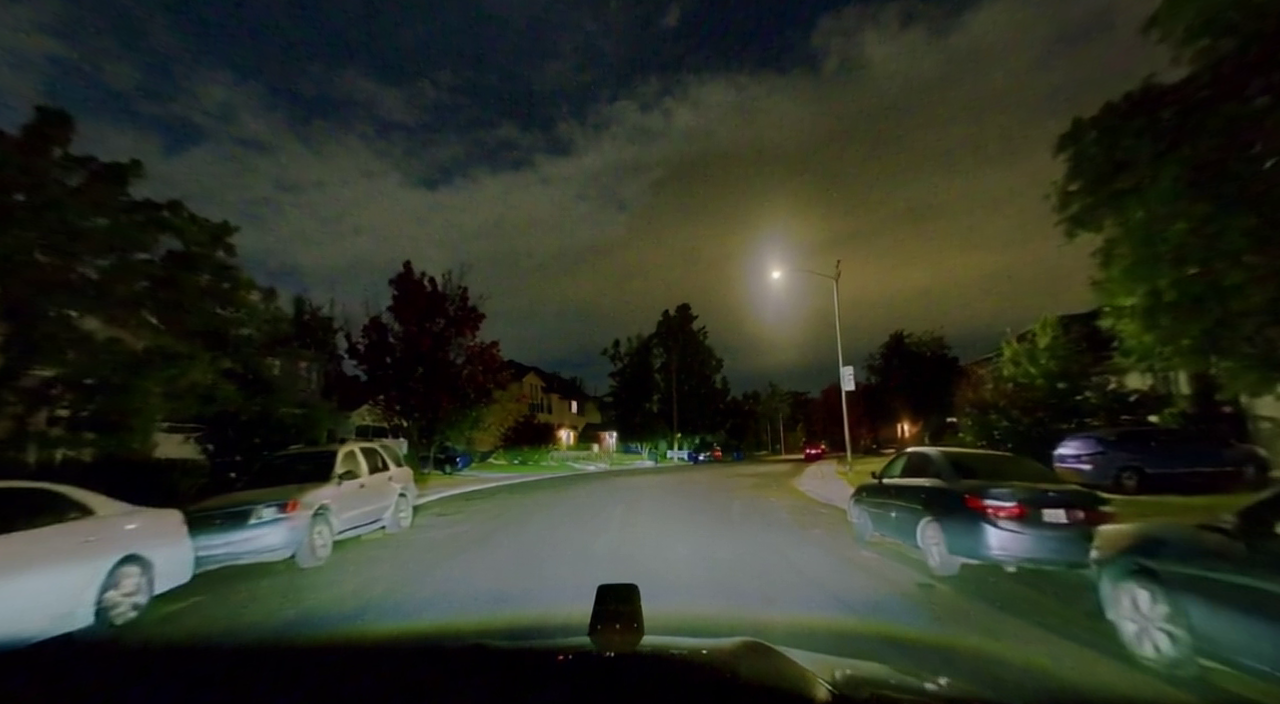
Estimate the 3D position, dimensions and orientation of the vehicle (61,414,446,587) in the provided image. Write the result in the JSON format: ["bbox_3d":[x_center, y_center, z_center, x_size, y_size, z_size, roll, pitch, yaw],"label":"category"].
[{"bbox_3d":[-4.909,1.959,9.336,2.409,1.815,5.093,0,-9,0],"label":"vehicle"}]

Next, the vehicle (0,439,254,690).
[{"bbox_3d":[-4.765,1.289,3.740,1.925,1.468,5.089,-2,-9,-2],"label":"vehicle"}]

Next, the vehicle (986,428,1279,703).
[{"bbox_3d":[3.760,1.043,2.564,1.946,1.484,4.654,0,-8,-2],"label":"vehicle"}]
